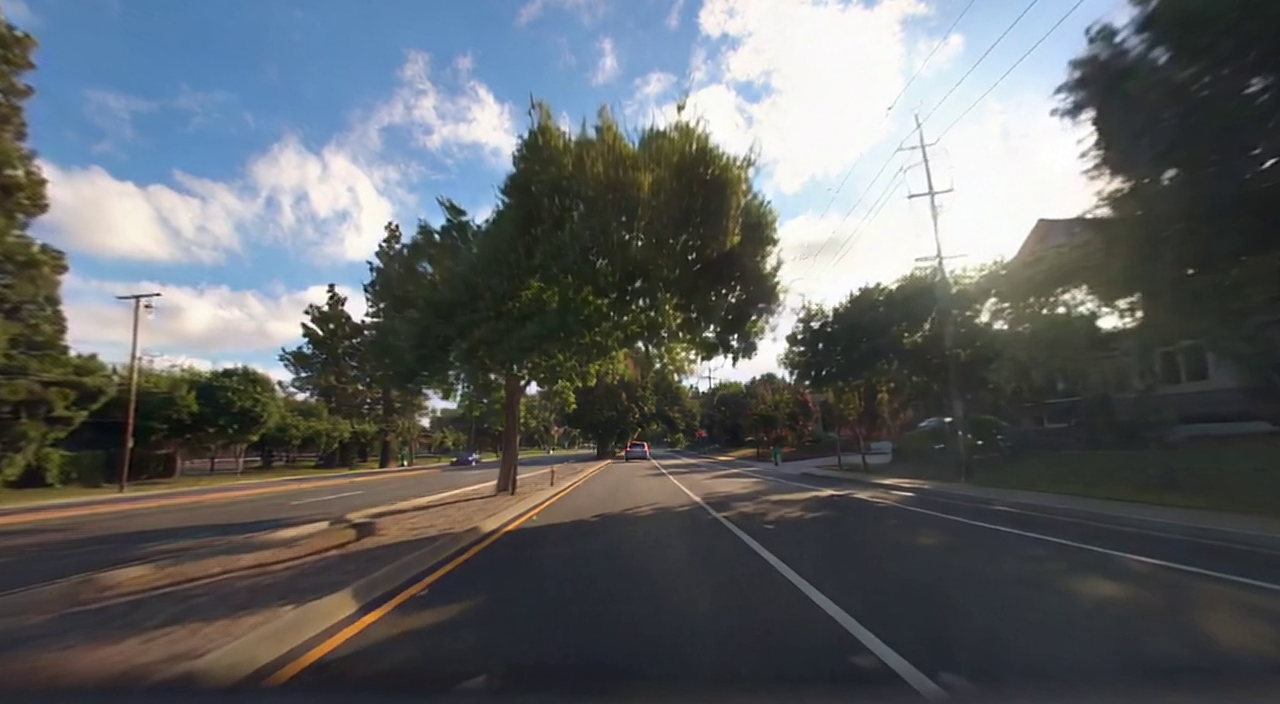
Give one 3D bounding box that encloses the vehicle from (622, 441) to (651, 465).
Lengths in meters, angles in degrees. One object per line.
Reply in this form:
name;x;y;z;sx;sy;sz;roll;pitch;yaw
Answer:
vehicle;-0.268;7.380;46.372;2.016;1.665;3.932;0;-9;-1
